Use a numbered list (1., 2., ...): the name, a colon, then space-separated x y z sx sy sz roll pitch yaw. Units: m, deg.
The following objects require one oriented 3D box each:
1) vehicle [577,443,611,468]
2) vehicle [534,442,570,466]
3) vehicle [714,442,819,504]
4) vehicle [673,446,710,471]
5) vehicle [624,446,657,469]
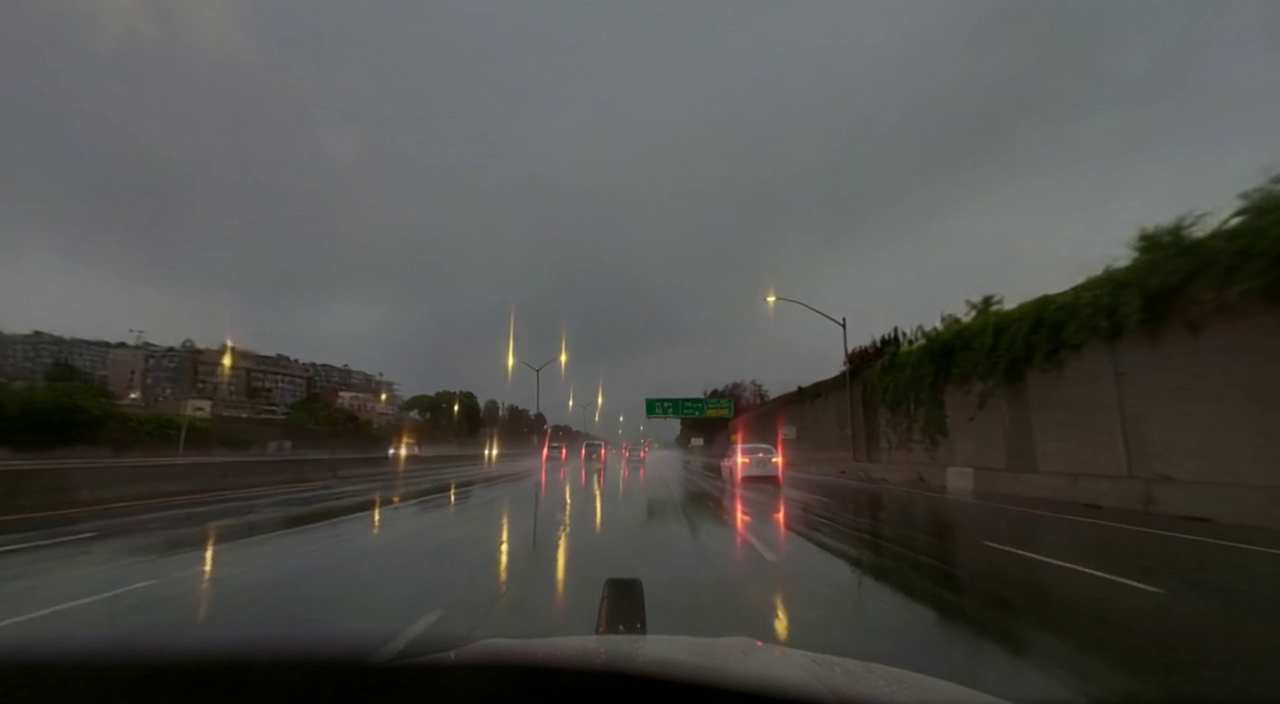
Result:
1. vehicle: -3.176 7.261 44.338 2.091 1.664 4.157 0 -9 0
2. vehicle: -6.699 7.794 48.260 2.112 1.721 4.381 0 -9 1
3. vehicle: 3.462 3.413 18.264 2.077 1.527 4.553 0 -9 0
4. vehicle: 3.362 7.003 41.505 2.036 1.517 4.256 0 -9 -1
5. vehicle: 0.048 7.144 42.886 2.166 1.496 4.158 0 -9 0
